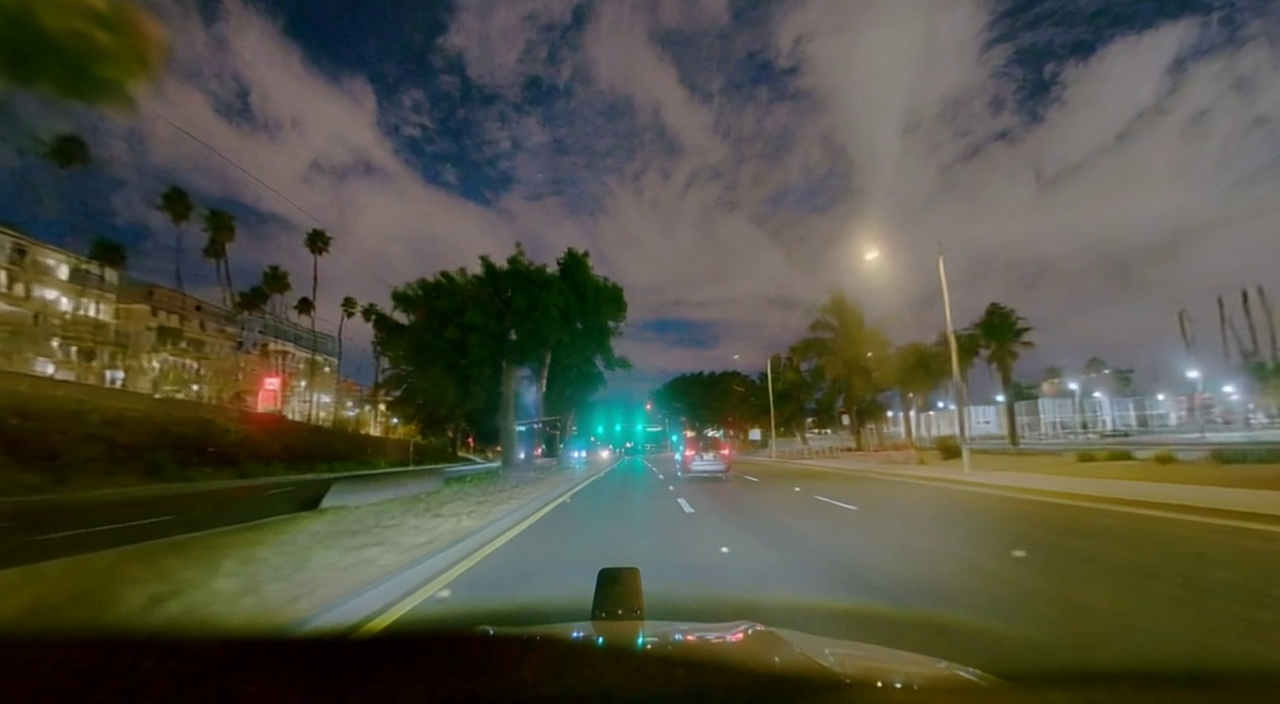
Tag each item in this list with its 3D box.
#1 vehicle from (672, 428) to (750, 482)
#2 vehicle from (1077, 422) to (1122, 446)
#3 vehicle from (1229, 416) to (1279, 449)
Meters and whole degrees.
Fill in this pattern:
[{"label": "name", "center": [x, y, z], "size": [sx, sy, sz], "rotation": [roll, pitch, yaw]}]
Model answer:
[{"label": "vehicle", "center": [2.806, 4.288, 26.494], "size": [2.559, 2.017, 5.562], "rotation": [0, -9, -1]}, {"label": "vehicle", "center": [34.949, 6.285, 48.157], "size": [2.287, 1.669, 4.382], "rotation": [-5, -10, 31]}, {"label": "vehicle", "center": [38.749, 5.002, 38.989], "size": [2.227, 1.884, 5.589], "rotation": [-6, -10, 31]}]
